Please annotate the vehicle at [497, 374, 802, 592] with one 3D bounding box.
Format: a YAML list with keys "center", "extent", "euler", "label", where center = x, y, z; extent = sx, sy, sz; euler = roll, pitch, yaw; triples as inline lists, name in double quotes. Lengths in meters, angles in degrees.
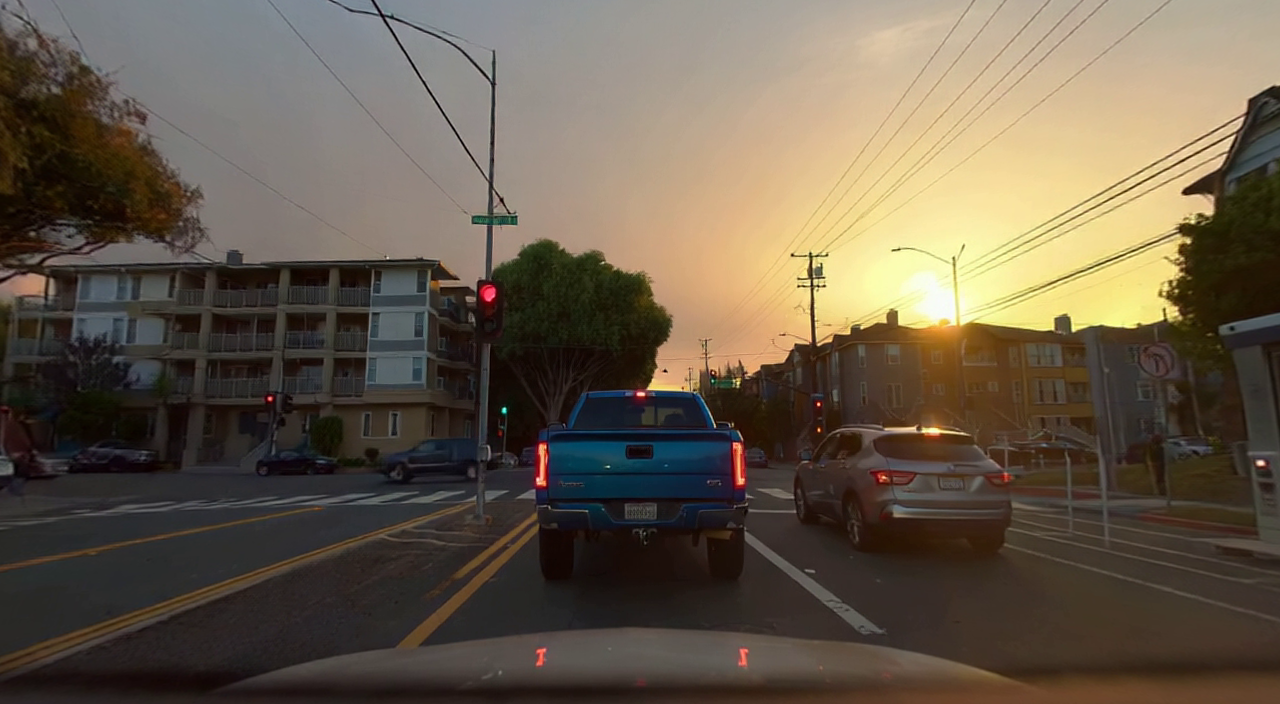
- center: [0.116, 1.553, 8.300]
  extent: [2.738, 1.959, 5.070]
  euler: [0, -8, 1]
  label: "vehicle"

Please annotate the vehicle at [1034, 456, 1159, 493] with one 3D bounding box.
- center: [21.741, 5.831, 30.151]
  extent: [4.498, 1.618, 1.843]
  euler: [0, -9, 0]
  label: "vehicle"

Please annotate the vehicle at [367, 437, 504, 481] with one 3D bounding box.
- center: [-8.500, 4.480, 26.583]
  extent: [5.043, 1.766, 1.980]
  euler: [0, -8, 0]
  label: "vehicle"

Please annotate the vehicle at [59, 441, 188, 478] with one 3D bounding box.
- center: [-24.859, 5.171, 30.443]
  extent: [4.563, 1.692, 1.778]
  euler: [0, -8, -1]
  label: "vehicle"

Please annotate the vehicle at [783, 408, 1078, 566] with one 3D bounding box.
- center: [3.837, 1.877, 9.561]
  extent: [2.131, 1.759, 4.762]
  euler: [0, -8, -1]
  label: "vehicle"

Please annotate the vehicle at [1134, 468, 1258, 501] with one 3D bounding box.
- center: [26.361, 6.282, 30.001]
  extent: [4.071, 1.388, 1.884]
  euler: [0, -8, 1]
  label: "vehicle"
